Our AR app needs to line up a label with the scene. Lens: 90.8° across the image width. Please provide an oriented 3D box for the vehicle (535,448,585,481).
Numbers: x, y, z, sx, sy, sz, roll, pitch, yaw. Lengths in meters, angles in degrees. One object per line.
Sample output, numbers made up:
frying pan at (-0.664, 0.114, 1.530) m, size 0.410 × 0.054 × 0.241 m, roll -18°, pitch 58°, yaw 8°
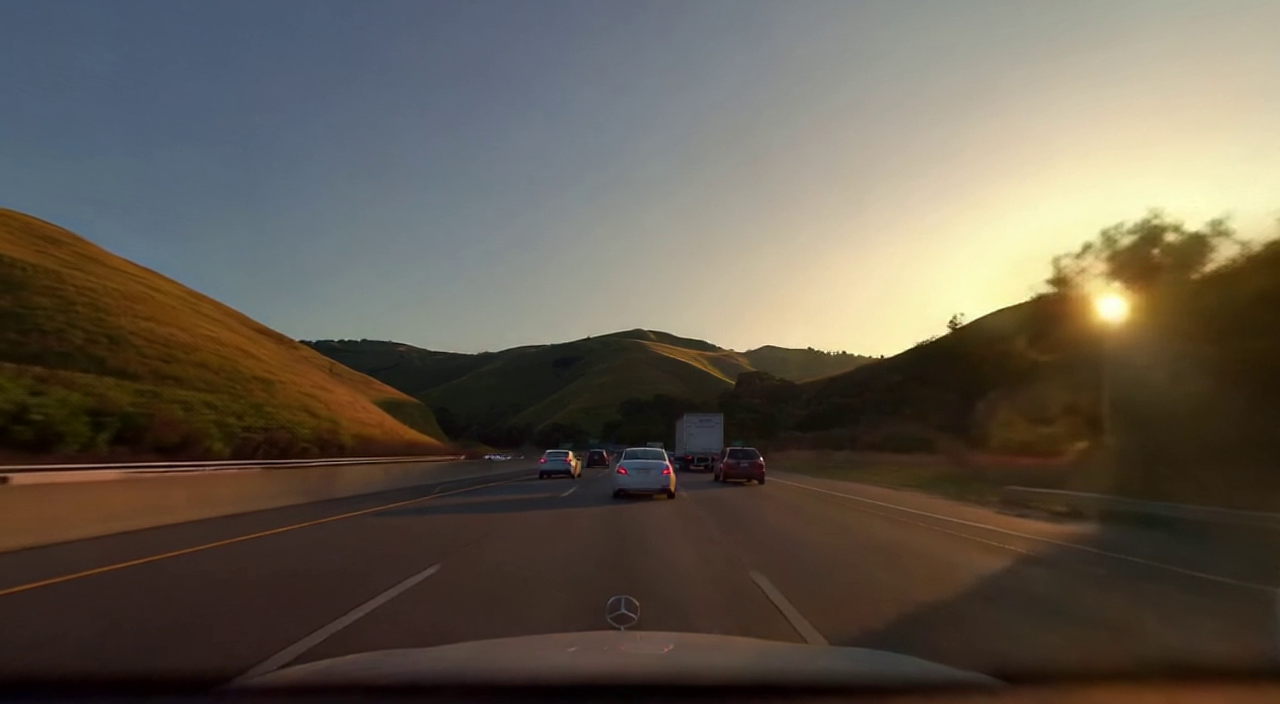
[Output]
vehicle at (-3.810, 5.427, 30.721) m, size 1.848 × 1.486 × 3.832 m, roll 0°, pitch -9°, yaw 1°

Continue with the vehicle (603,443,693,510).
vehicle at (0.194, 3.096, 16.103) m, size 2.041 × 1.484 × 3.535 m, roll 0°, pitch -9°, yaw 0°

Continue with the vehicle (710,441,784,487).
vehicle at (4.052, 4.336, 24.691) m, size 2.029 × 1.579 × 4.484 m, roll 0°, pitch -9°, yaw -1°
